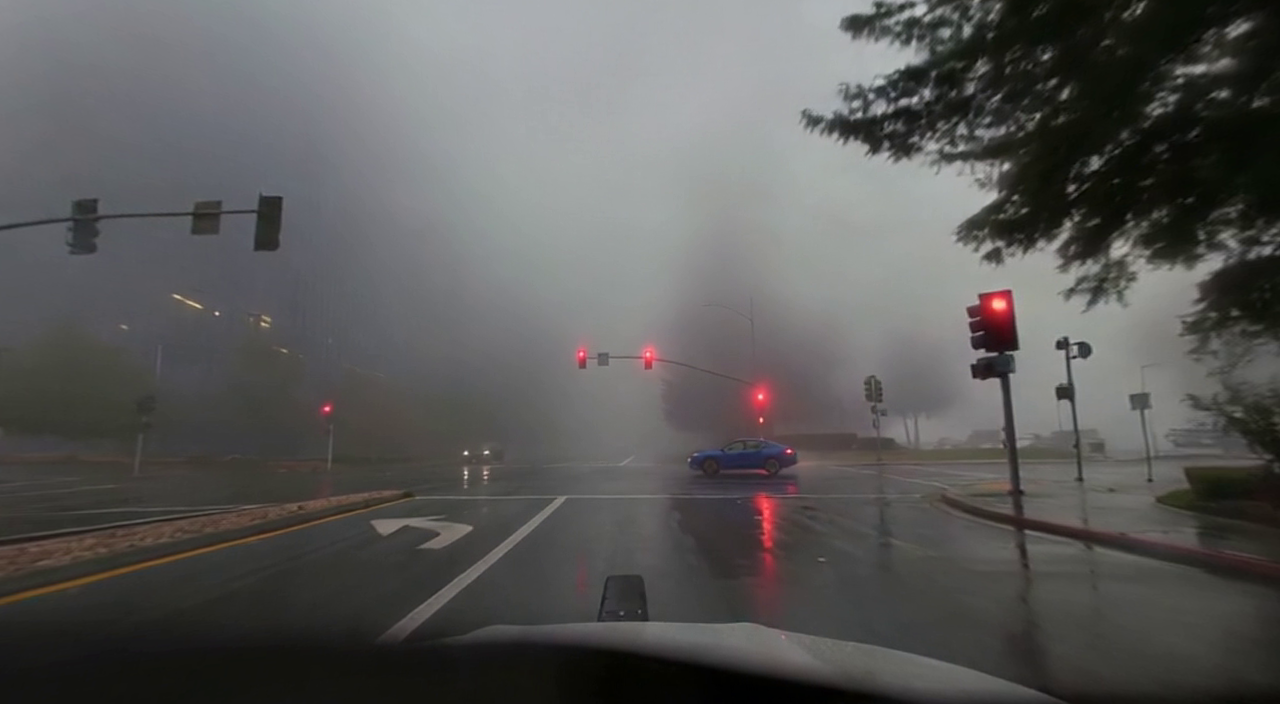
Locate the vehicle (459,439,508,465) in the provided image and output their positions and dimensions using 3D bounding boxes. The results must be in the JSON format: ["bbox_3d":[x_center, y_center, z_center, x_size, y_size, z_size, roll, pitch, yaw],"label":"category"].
[{"bbox_3d":[-11.449,7.370,46.403,2.069,1.771,4.947,0,-9,3],"label":"vehicle"}]

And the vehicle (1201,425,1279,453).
[{"bbox_3d":[40.493,5.756,41.468,4.625,1.741,2.395,0,-9,3],"label":"vehicle"}]

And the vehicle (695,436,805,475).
[{"bbox_3d":[4.660,4.461,27.137,4.218,1.572,2.065,1,-9,-8],"label":"vehicle"}]
